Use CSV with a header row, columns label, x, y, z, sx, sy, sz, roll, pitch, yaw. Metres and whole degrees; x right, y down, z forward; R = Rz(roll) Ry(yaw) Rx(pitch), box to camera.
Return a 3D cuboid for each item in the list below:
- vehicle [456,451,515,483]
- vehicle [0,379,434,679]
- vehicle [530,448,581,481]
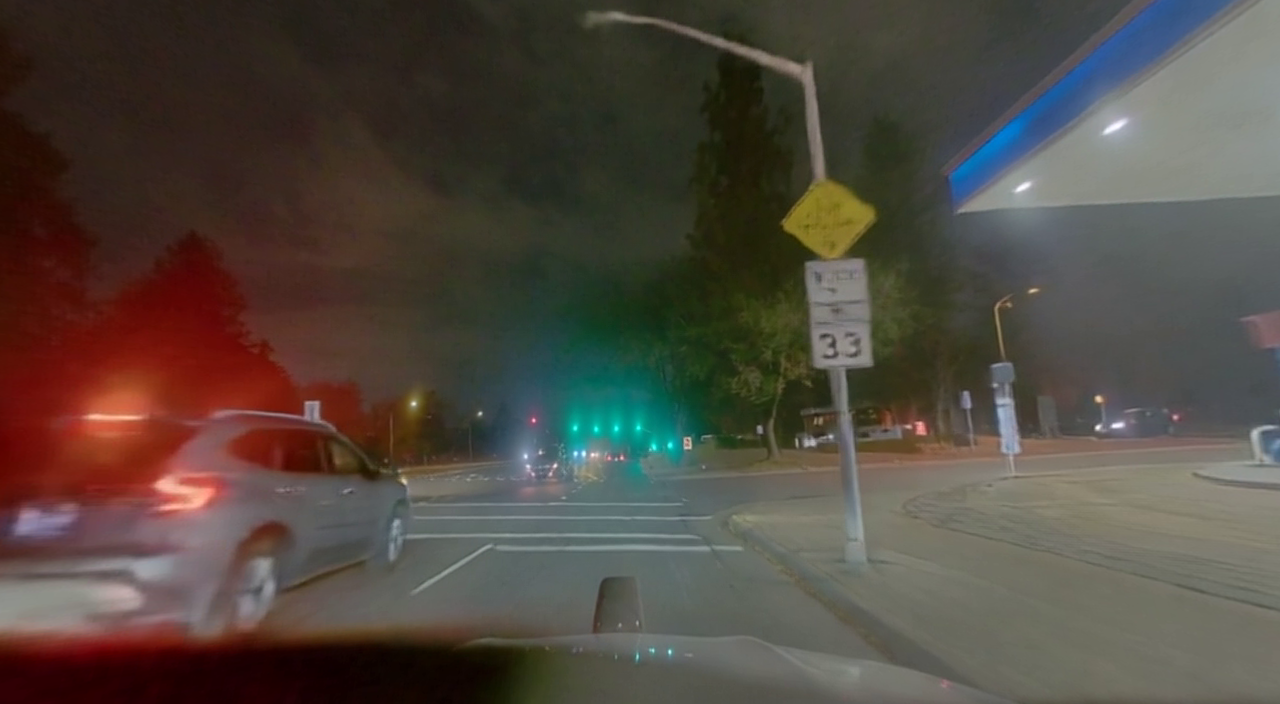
label,x,y,z,sx,sy,sz,roll,pitch,yaw
vehicle,-7.722,5.802,31.849,1.875,1.479,4.558,0,-10,-1
vehicle,-3.945,1.458,6.151,2.306,1.815,4.476,0,-10,0
vehicle,-4.344,5.876,33.040,2.060,1.580,3.980,0,-10,1
